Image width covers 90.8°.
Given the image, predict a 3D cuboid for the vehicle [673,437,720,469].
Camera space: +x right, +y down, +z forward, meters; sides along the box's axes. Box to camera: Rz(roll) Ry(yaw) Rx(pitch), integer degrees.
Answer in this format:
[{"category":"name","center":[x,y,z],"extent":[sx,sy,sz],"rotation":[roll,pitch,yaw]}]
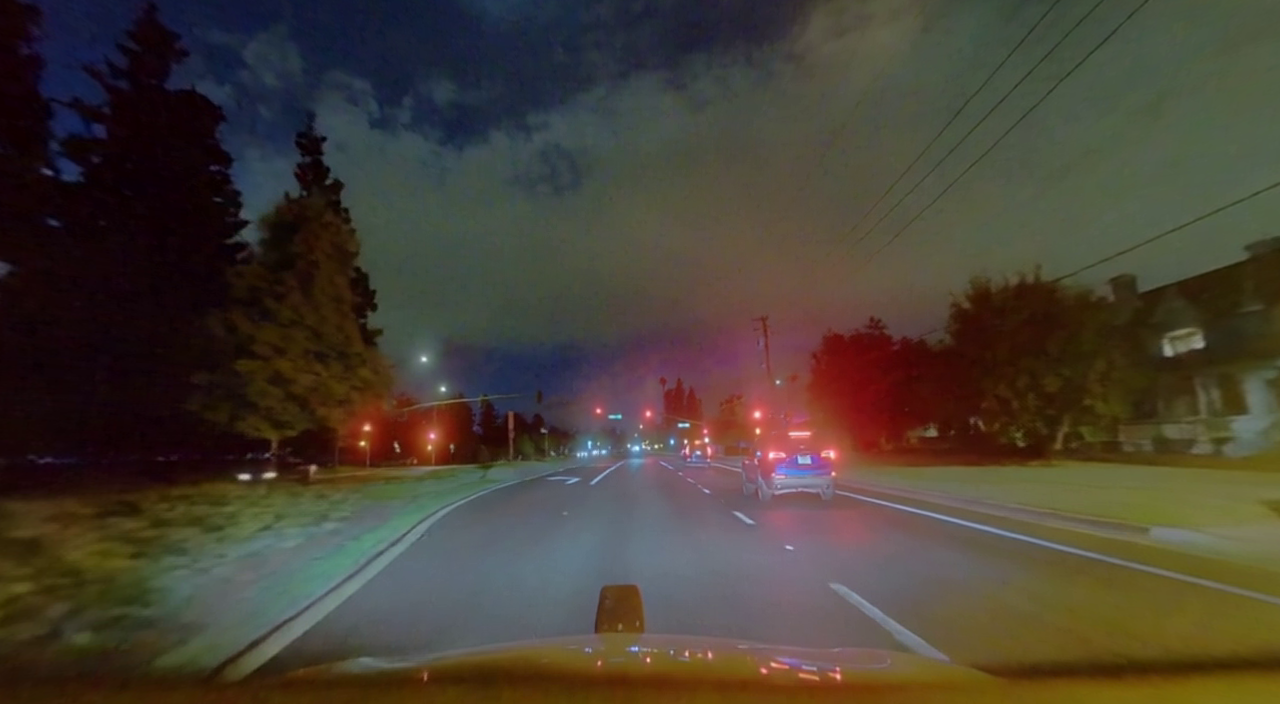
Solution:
[{"category":"vehicle","center":[3.394,6.229,38.984],"extent":[2.229,1.795,4.927],"rotation":[0,-9,-2]}]

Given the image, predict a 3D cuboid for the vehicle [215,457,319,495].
[{"category":"vehicle","center":[-16.261,5.398,27.854],"extent":[1.938,1.468,4.375],"rotation":[0,-9,0]}]
